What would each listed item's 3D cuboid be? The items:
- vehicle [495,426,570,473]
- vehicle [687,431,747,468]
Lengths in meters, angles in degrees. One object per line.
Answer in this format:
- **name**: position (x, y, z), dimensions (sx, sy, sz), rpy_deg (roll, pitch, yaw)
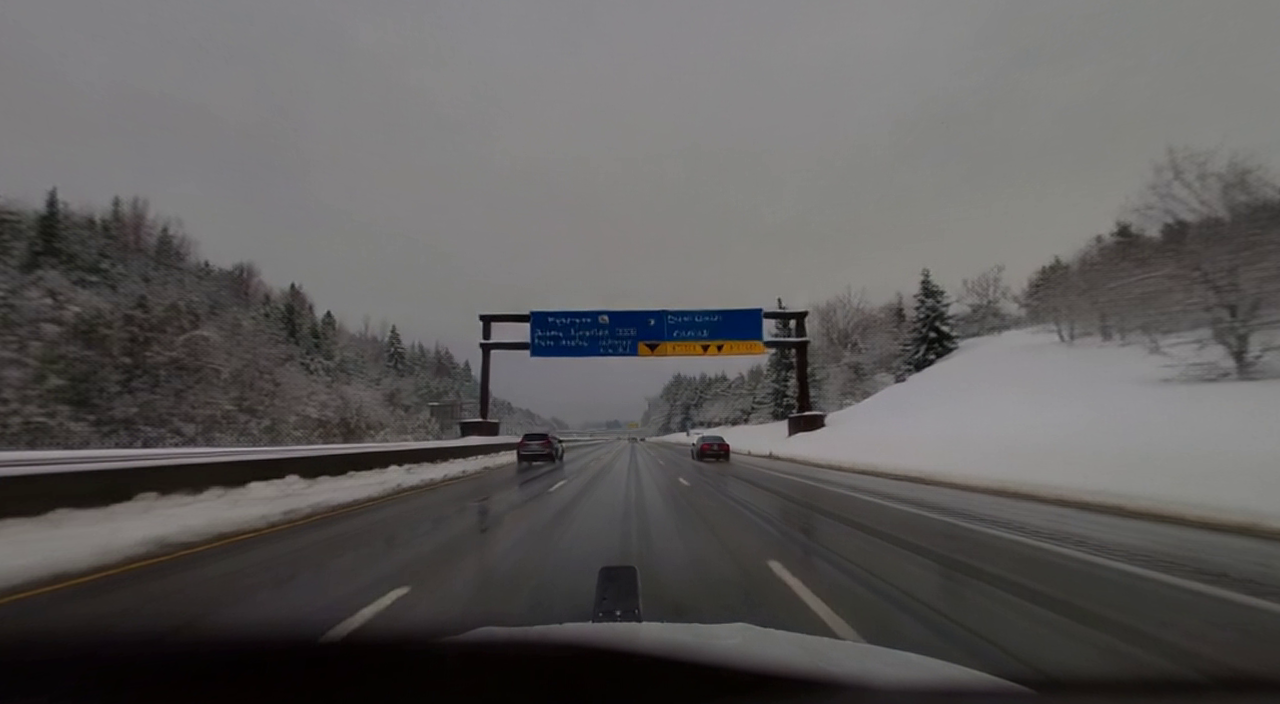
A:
- **vehicle**: position (-4.057, 3.765, 24.502), dimensions (2.219, 1.660, 4.153), rpy_deg (0, -8, 0)
- **vehicle**: position (3.385, 4.398, 28.638), dimensions (2.077, 1.523, 4.539), rpy_deg (0, -8, -1)
